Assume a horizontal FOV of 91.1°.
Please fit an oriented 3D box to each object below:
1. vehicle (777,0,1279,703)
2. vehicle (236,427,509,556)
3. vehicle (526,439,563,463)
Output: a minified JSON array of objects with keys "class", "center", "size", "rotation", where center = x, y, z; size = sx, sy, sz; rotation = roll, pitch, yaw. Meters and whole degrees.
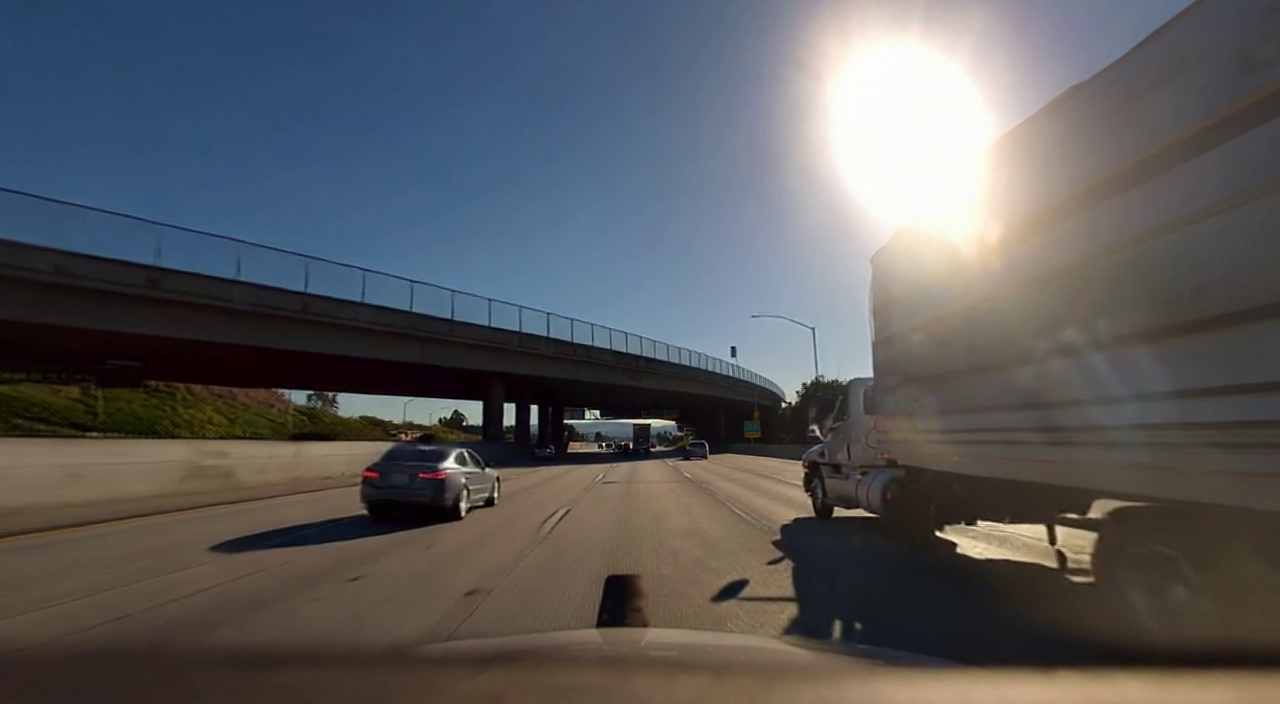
[{"class":"vehicle","center":[3.751,0.381,4.721],"size":[3.049,3.395,10.595],"rotation":[0,-8,0]},{"class":"vehicle","center":[-3.731,2.046,10.052],"size":[2.143,1.529,4.918],"rotation":[0,-8,1]},{"class":"vehicle","center":[-6.978,7.341,46.523],"size":[1.980,1.666,4.562],"rotation":[0,-8,1]}]
